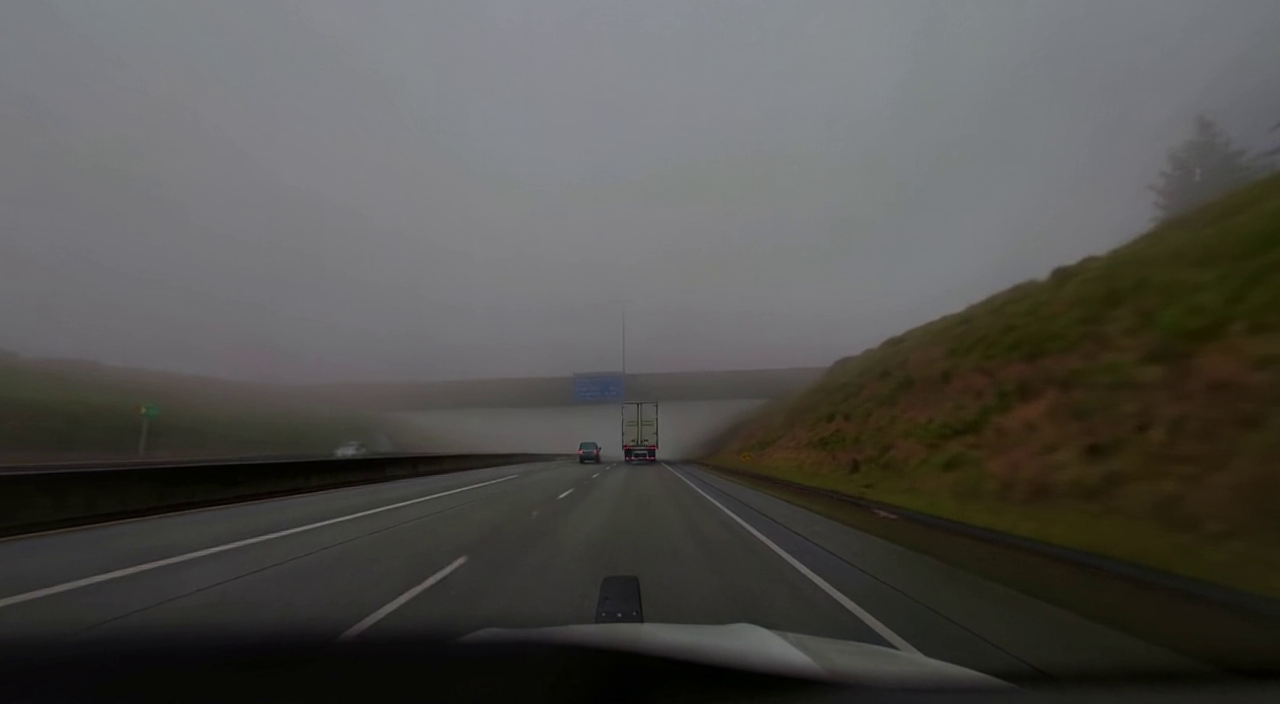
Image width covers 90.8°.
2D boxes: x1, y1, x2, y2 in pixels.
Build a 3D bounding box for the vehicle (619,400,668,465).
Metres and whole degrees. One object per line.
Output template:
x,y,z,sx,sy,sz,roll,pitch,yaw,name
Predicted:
0.145,5.968,45.392,3.033,3.985,12.383,0,-9,0,vehicle
